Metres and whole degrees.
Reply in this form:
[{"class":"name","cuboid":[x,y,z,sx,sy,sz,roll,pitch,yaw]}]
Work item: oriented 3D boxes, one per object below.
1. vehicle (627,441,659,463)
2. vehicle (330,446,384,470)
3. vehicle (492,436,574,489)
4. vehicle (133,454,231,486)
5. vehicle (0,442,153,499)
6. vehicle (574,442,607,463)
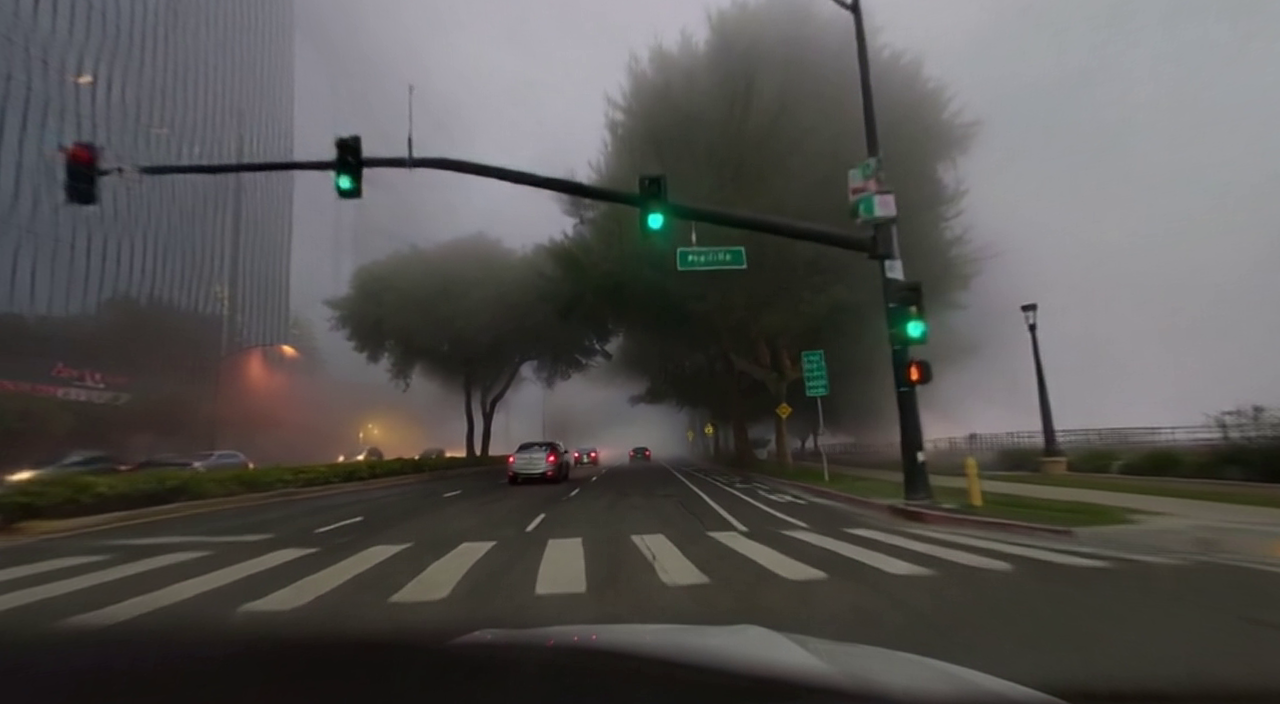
[{"class":"vehicle","cuboid":[0.187,6.946,44.112,2.102,1.482,4.125,0,-8,-1]},{"class":"vehicle","cuboid":[-20.524,7.693,46.067,1.900,1.638,4.567,0,-8,-1]},{"class":"vehicle","cuboid":[-3.338,3.507,20.473,1.983,1.545,3.773,0,-8,0]},{"class":"vehicle","cuboid":[-23.709,6.092,32.947,1.778,1.443,4.525,0,-8,-1]},{"class":"vehicle","cuboid":[-20.441,4.209,22.933,2.068,1.848,4.247,0,-8,-1]},{"class":"vehicle","cuboid":[-3.622,7.416,46.866,2.088,1.430,4.482,0,-8,1]}]
